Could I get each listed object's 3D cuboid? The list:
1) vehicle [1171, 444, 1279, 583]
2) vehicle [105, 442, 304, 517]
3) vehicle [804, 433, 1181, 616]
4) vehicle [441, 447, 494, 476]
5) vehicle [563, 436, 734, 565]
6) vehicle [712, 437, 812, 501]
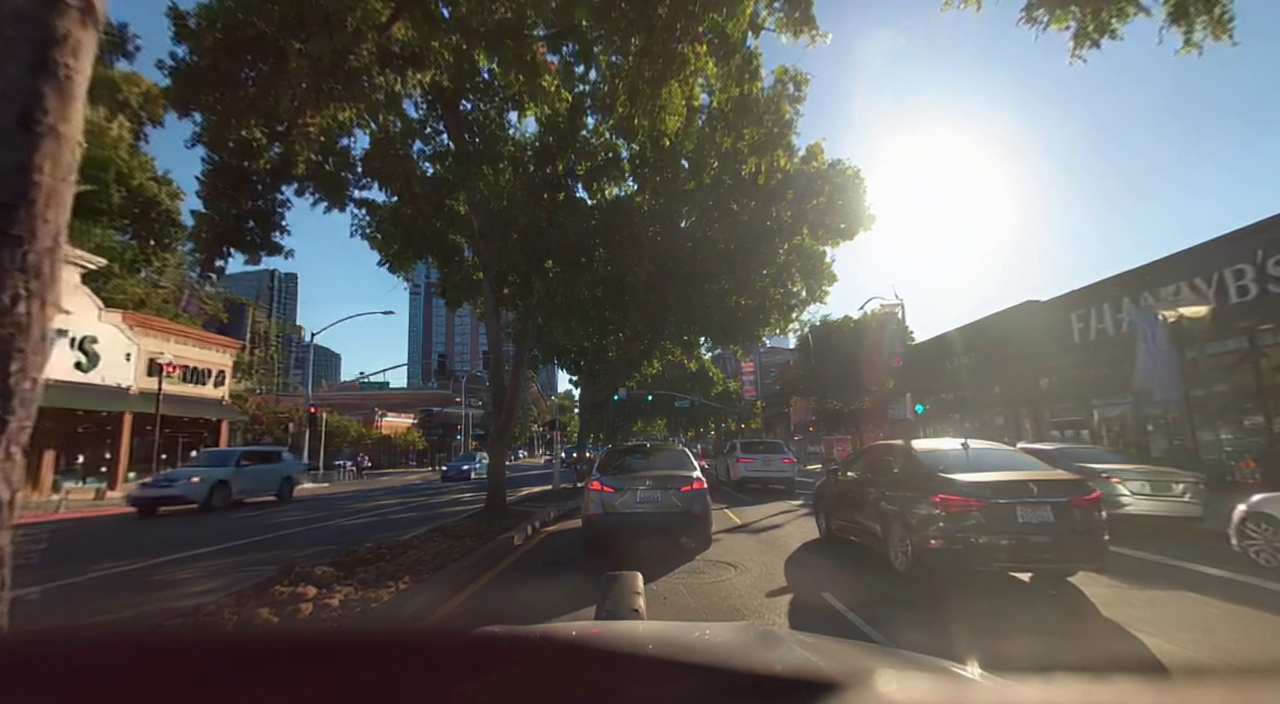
[{"bbox_3d":[7.930,1.645,6.126,1.825,1.499,4.239,0,-9,0],"label":"vehicle"},{"bbox_3d":[-11.526,3.359,17.256,2.042,1.749,4.629,-1,-9,1],"label":"vehicle"},{"bbox_3d":[3.445,1.741,7.351,1.988,1.480,4.195,0,-9,1],"label":"vehicle"},{"bbox_3d":[-11.350,7.232,41.878,2.034,1.765,4.708,-1,-9,2],"label":"vehicle"},{"bbox_3d":[0.078,2.026,9.283,2.006,1.487,3.535,0,-9,-1],"label":"vehicle"},{"bbox_3d":[3.508,3.454,19.029,2.025,1.660,4.334,0,-9,-1],"label":"vehicle"}]
